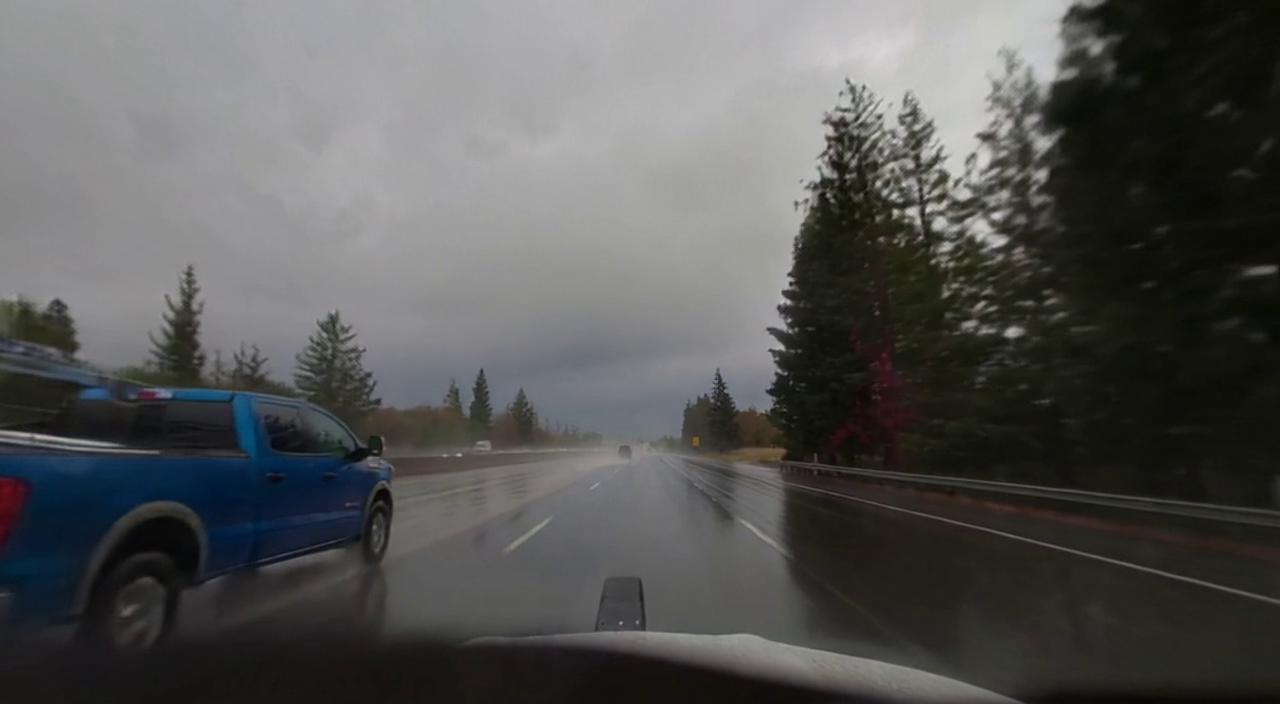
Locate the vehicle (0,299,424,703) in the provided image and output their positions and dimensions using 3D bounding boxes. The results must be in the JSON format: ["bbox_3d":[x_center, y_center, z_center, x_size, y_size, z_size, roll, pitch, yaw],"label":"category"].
[{"bbox_3d":[-3.401,0.977,3.930,2.202,1.836,5.009,0,-9,1],"label":"vehicle"}]
